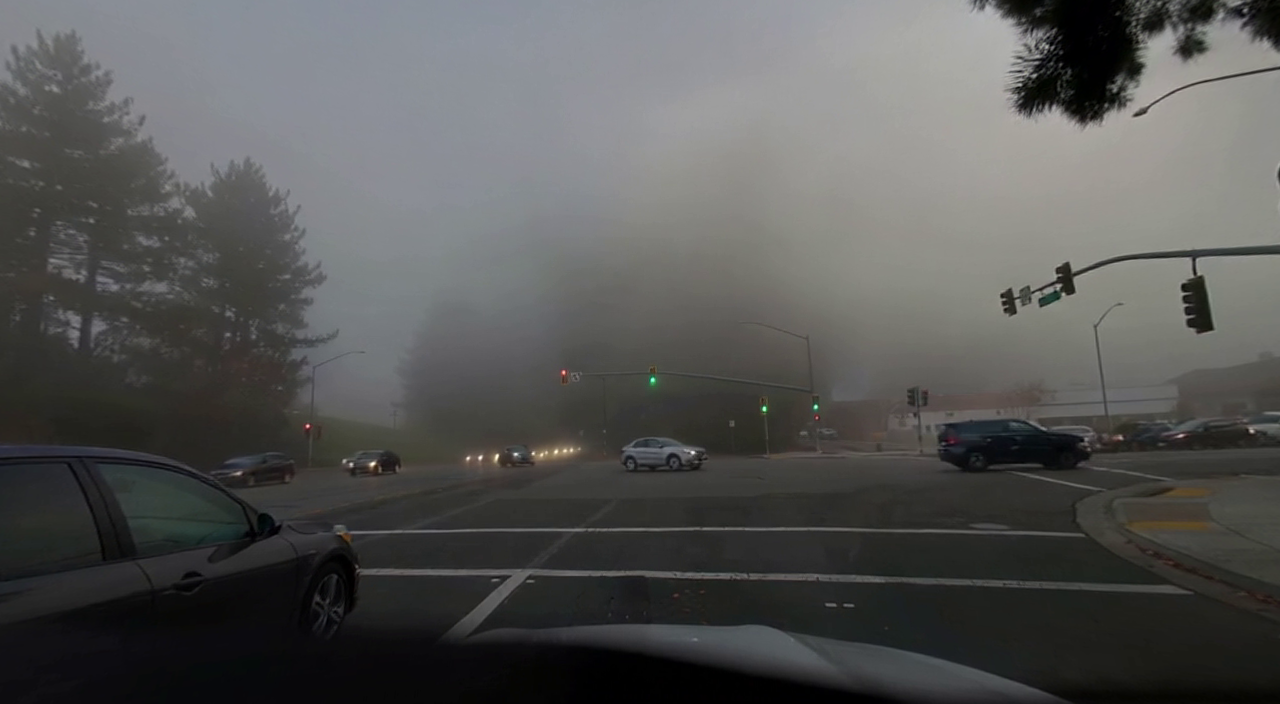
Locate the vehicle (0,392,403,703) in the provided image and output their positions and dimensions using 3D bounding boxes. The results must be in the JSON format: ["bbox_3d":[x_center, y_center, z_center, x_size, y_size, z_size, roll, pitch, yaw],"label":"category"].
[{"bbox_3d":[-2.950,0.989,2.728,1.924,1.482,4.734,0,-8,1],"label":"vehicle"}]

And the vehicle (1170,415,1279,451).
[{"bbox_3d":[26.859,3.657,28.407,4.240,1.540,1.944,0,-9,-4],"label":"vehicle"}]

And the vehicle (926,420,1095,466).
[{"bbox_3d":[14.337,3.573,24.732,5.268,1.687,1.942,-2,-9,11],"label":"vehicle"}]

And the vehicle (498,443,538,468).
[{"bbox_3d":[-7.592,6.370,38.919,1.841,1.450,4.364,3,-9,-18],"label":"vehicle"}]

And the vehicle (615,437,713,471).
[{"bbox_3d":[1.082,4.757,29.605,4.180,1.478,1.986,-7,-11,36],"label":"vehicle"}]

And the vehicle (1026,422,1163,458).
[{"bbox_3d":[19.917,3.867,27.744,4.552,1.492,2.002,0,-9,-4],"label":"vehicle"}]
